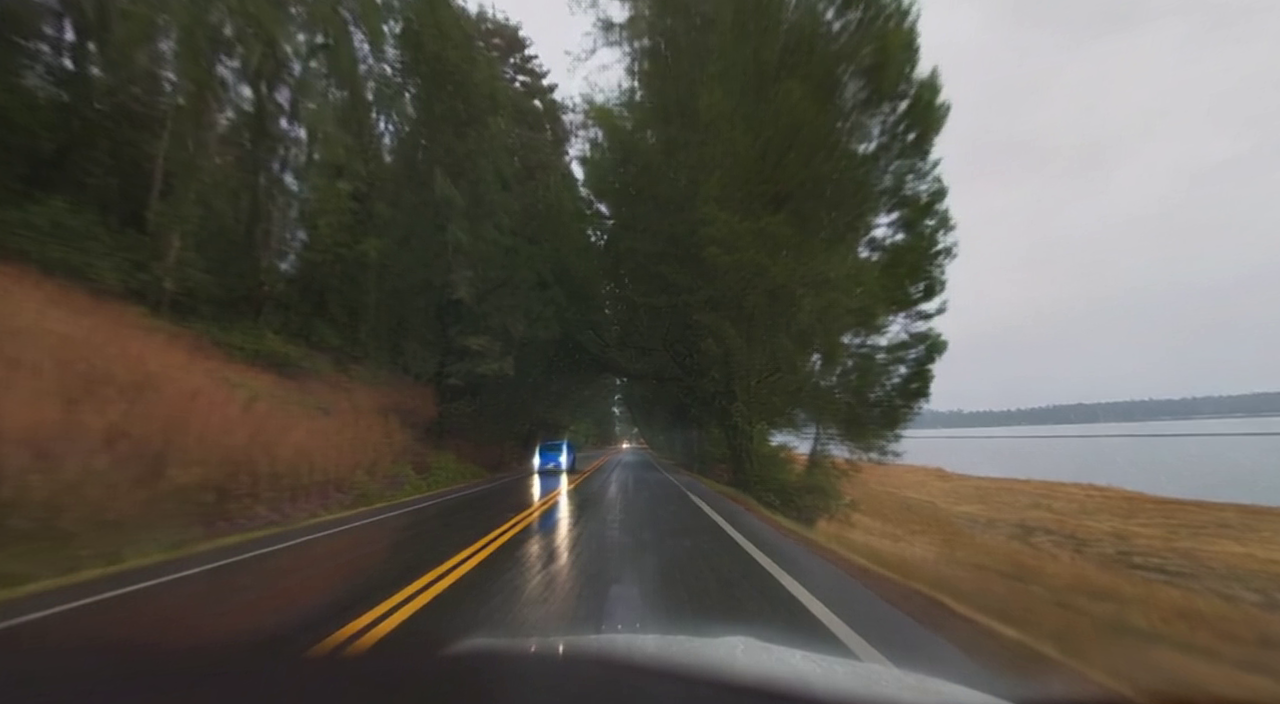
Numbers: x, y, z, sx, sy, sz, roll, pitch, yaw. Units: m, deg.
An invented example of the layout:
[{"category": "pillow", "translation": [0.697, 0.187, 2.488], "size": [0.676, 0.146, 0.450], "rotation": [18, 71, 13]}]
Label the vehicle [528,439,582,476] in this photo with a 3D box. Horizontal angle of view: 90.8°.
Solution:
[{"category": "vehicle", "translation": [-4.510, 5.690, 34.200], "size": [2.228, 1.834, 4.621], "rotation": [0, -9, 0]}]
